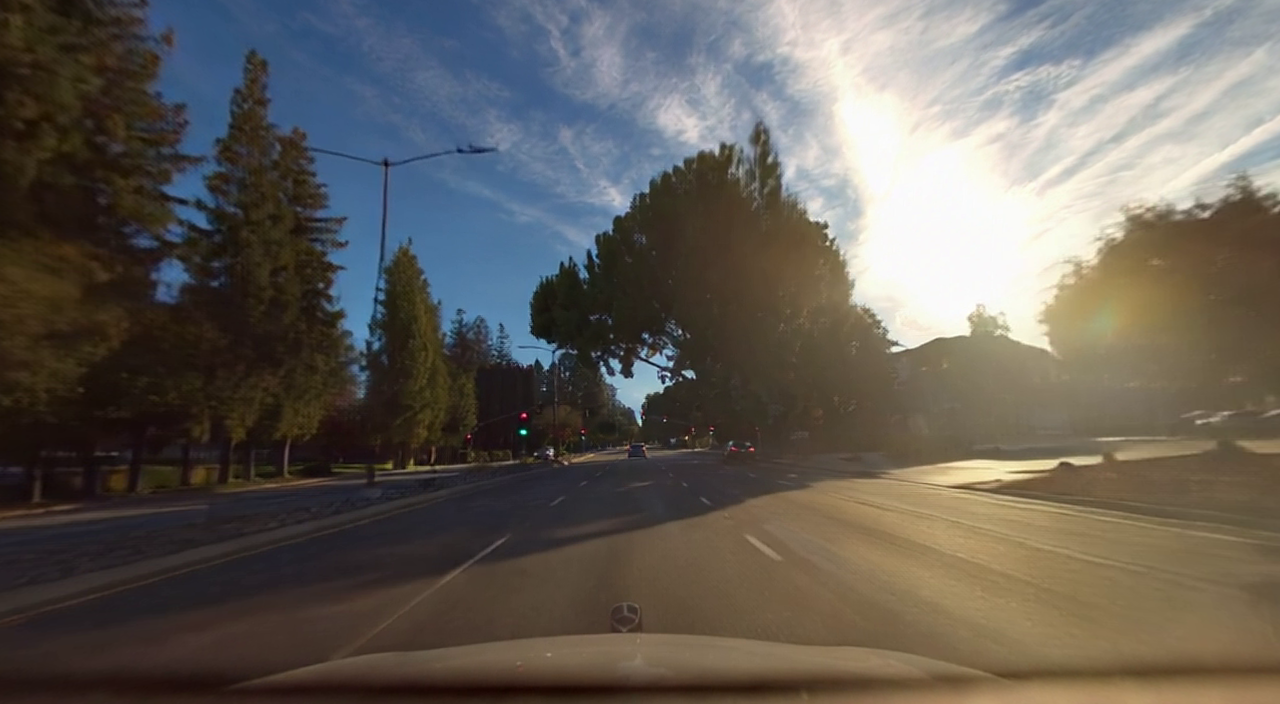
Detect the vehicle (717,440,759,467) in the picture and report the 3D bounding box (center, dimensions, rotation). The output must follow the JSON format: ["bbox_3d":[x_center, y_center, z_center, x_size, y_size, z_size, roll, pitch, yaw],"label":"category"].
[{"bbox_3d":[6.717,6.990,43.679,2.011,1.710,4.357,0,-9,-2],"label":"vehicle"}]
